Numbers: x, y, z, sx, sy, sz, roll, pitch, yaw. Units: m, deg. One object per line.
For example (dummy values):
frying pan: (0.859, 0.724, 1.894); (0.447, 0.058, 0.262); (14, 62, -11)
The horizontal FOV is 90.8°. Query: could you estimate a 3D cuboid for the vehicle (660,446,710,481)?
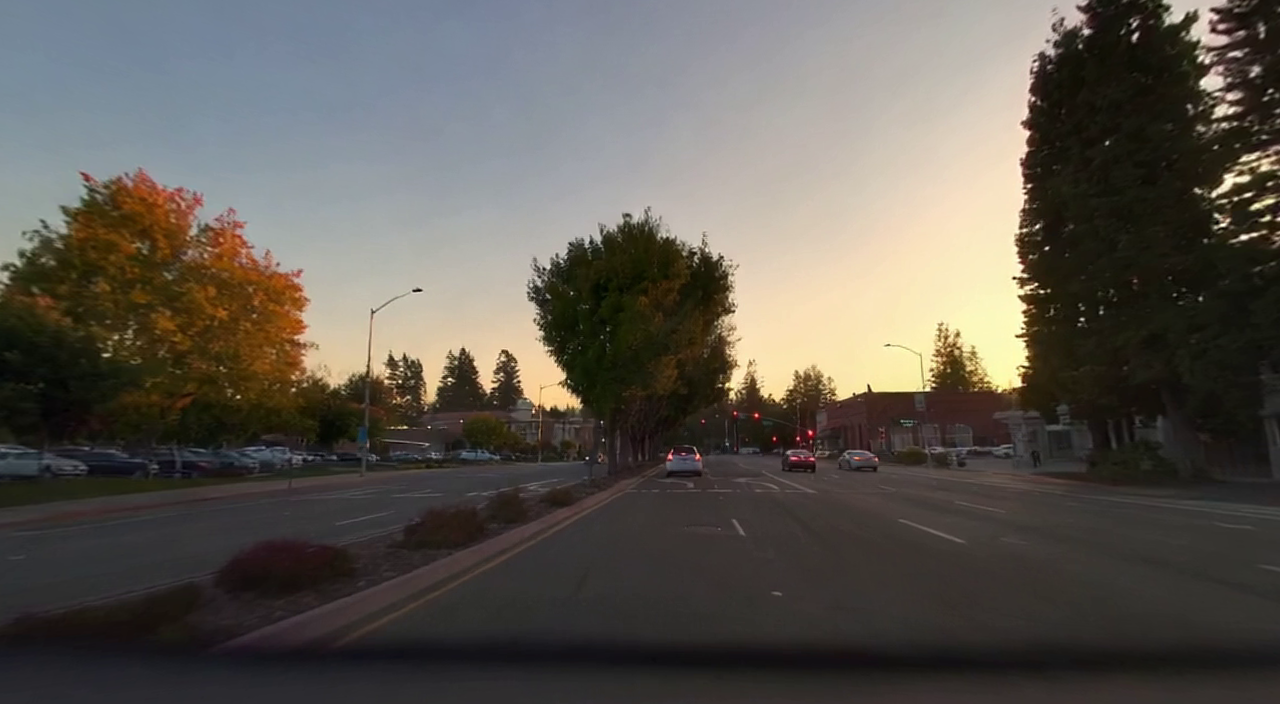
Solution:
vehicle: (2.045, 4.983, 28.534); (2.064, 1.477, 3.968); (-1, -9, 4)
